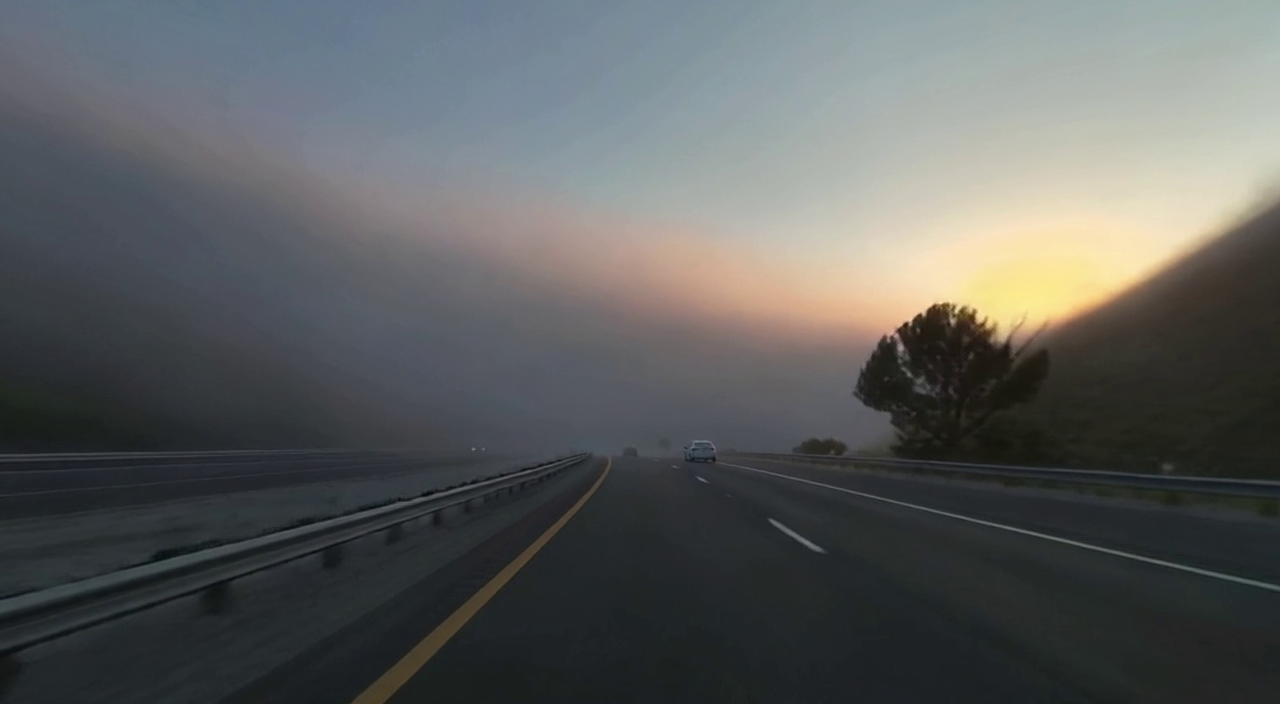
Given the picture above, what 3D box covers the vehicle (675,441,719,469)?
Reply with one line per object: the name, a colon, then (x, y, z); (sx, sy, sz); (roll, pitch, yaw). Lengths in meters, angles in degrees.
vehicle: (3.341, 6.161, 37.962); (1.960, 1.516, 4.657); (0, -8, -3)
